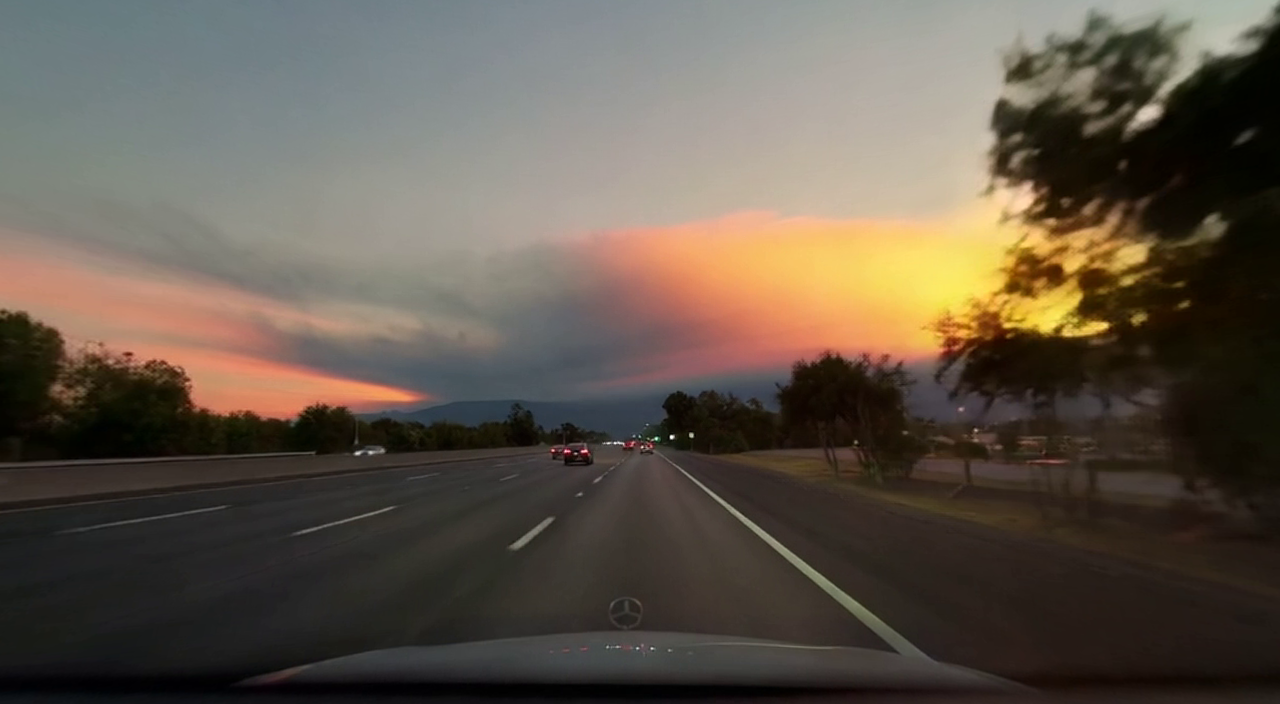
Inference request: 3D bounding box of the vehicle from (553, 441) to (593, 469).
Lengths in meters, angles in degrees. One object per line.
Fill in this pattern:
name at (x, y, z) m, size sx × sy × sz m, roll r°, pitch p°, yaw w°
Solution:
vehicle at (-3.718, 5.787, 35.674) m, size 1.786 × 1.488 × 4.023 m, roll 0°, pitch -8°, yaw 1°
